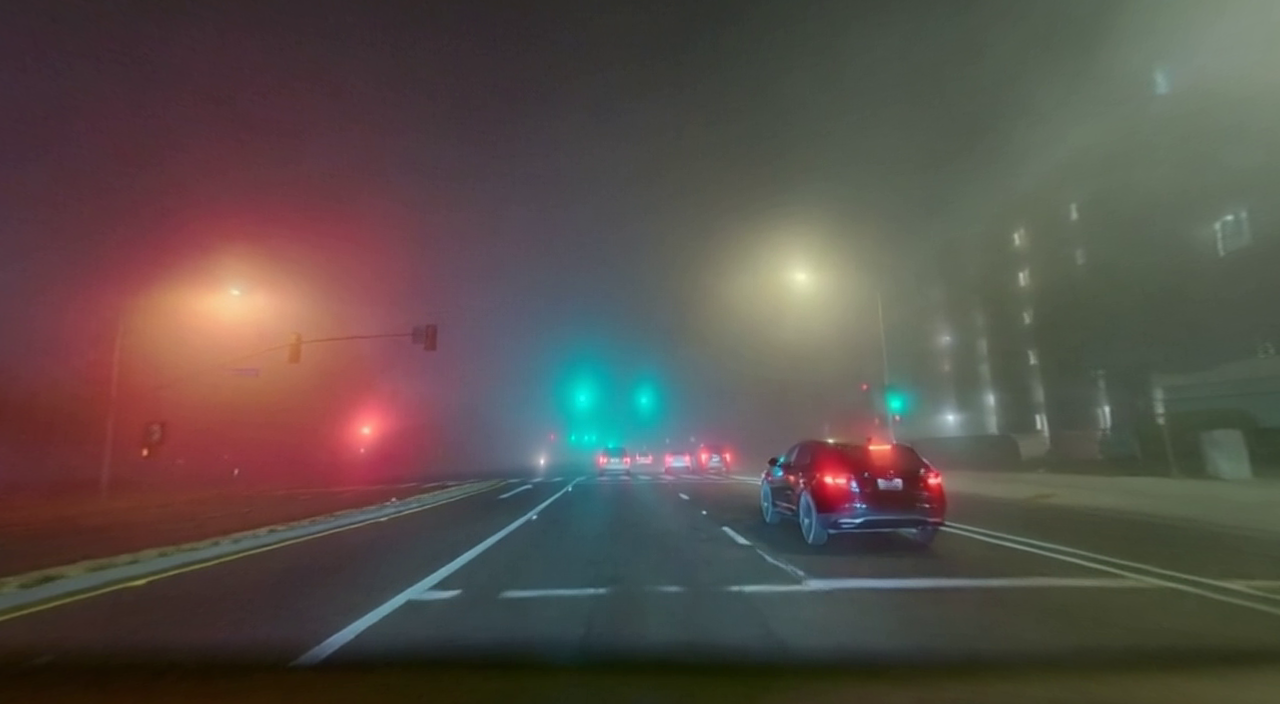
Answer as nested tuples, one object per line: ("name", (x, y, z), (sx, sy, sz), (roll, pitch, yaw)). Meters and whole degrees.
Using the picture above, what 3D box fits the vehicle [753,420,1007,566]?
("vehicle", (3.215, 2.002, 9.722), (1.893, 1.664, 4.670), (0, -9, -2))

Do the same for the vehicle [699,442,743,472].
("vehicle", (5.458, 7.189, 43.286), (2.052, 1.886, 5.297), (0, -9, -4))

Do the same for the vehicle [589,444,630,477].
("vehicle", (-1.623, 5.875, 34.357), (2.101, 1.641, 4.341), (0, -9, -2))
